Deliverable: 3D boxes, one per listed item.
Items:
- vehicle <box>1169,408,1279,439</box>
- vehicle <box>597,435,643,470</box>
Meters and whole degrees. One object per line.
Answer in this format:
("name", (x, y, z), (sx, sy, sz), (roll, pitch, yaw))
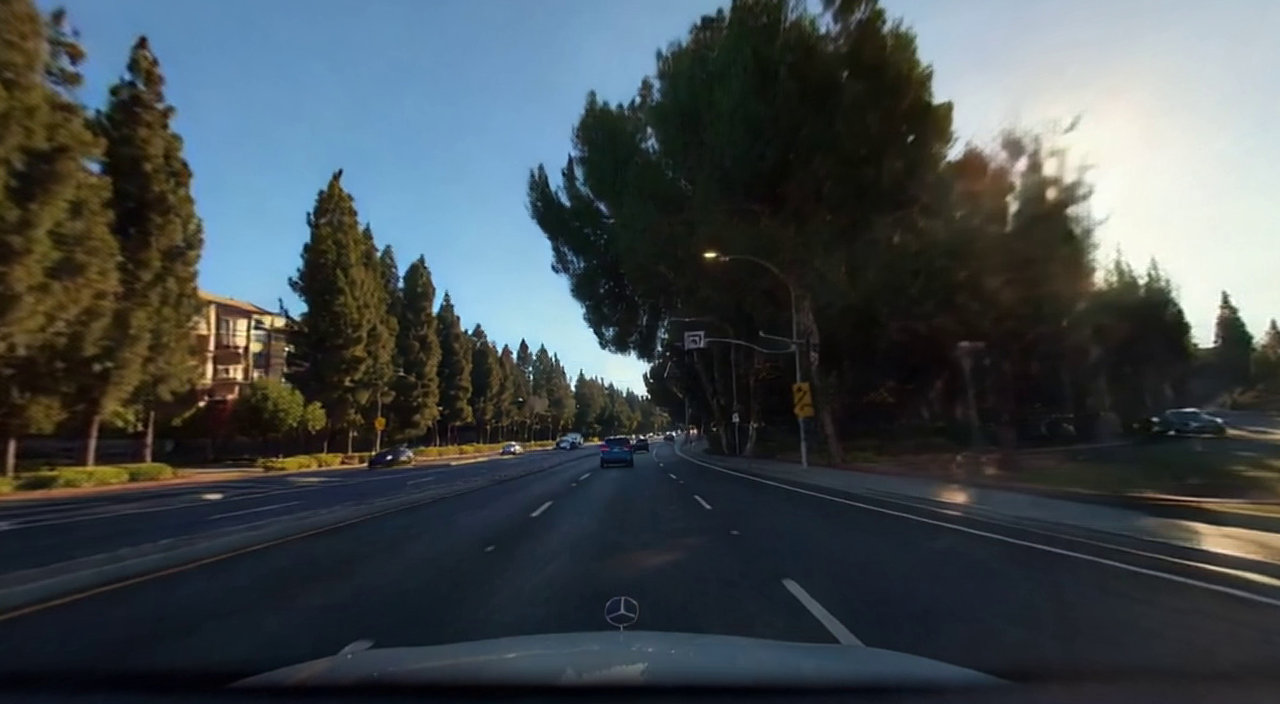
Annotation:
("vehicle", (34.971, 4.308, 37.829), (4.612, 1.753, 1.887), (0, -10, 3))
("vehicle", (-0.982, 5.309, 33.347), (2.174, 1.703, 4.231), (0, -9, 1))
